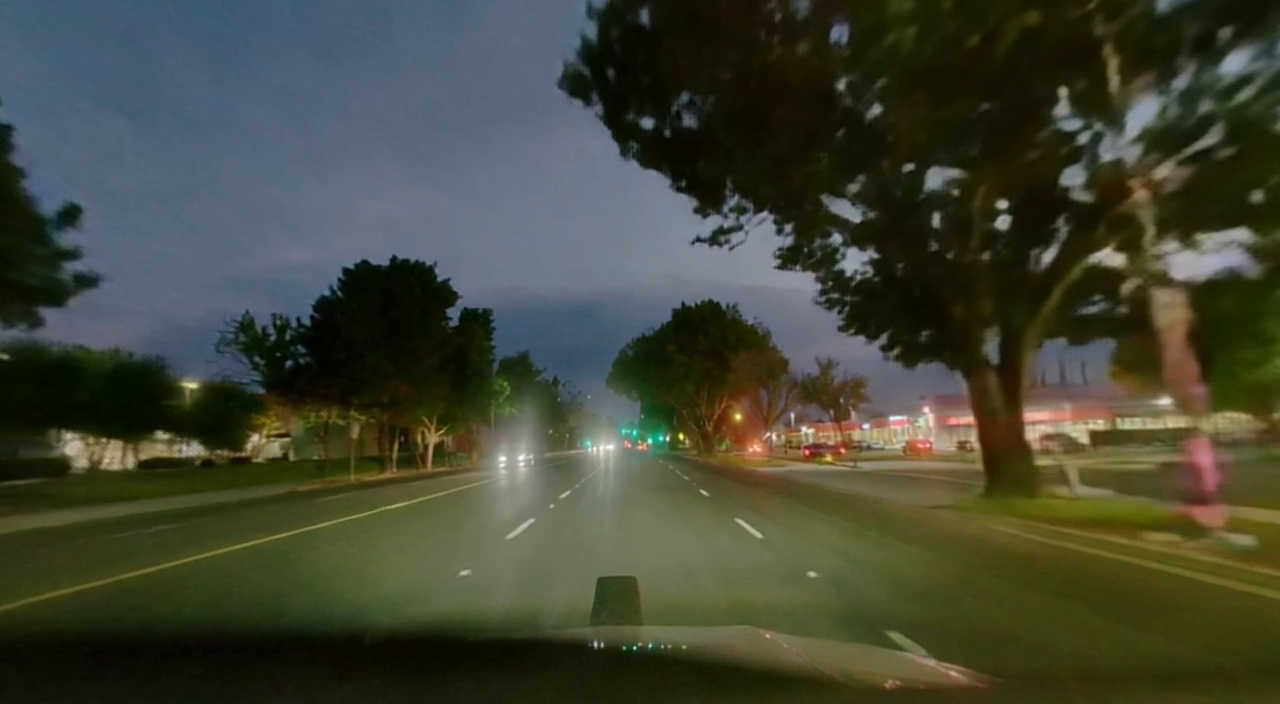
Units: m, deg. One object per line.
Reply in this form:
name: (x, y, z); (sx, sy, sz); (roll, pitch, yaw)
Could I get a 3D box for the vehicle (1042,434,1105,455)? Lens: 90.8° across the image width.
vehicle: (31.701, 6.788, 46.297); (1.739, 1.473, 3.844); (0, -8, -3)

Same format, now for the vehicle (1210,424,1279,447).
vehicle: (44.473, 6.140, 46.132); (1.802, 1.547, 3.913); (1, -9, -7)

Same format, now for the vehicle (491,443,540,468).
vehicle: (-7.589, 6.343, 38.886); (1.969, 1.462, 4.425); (-1, -8, 2)
